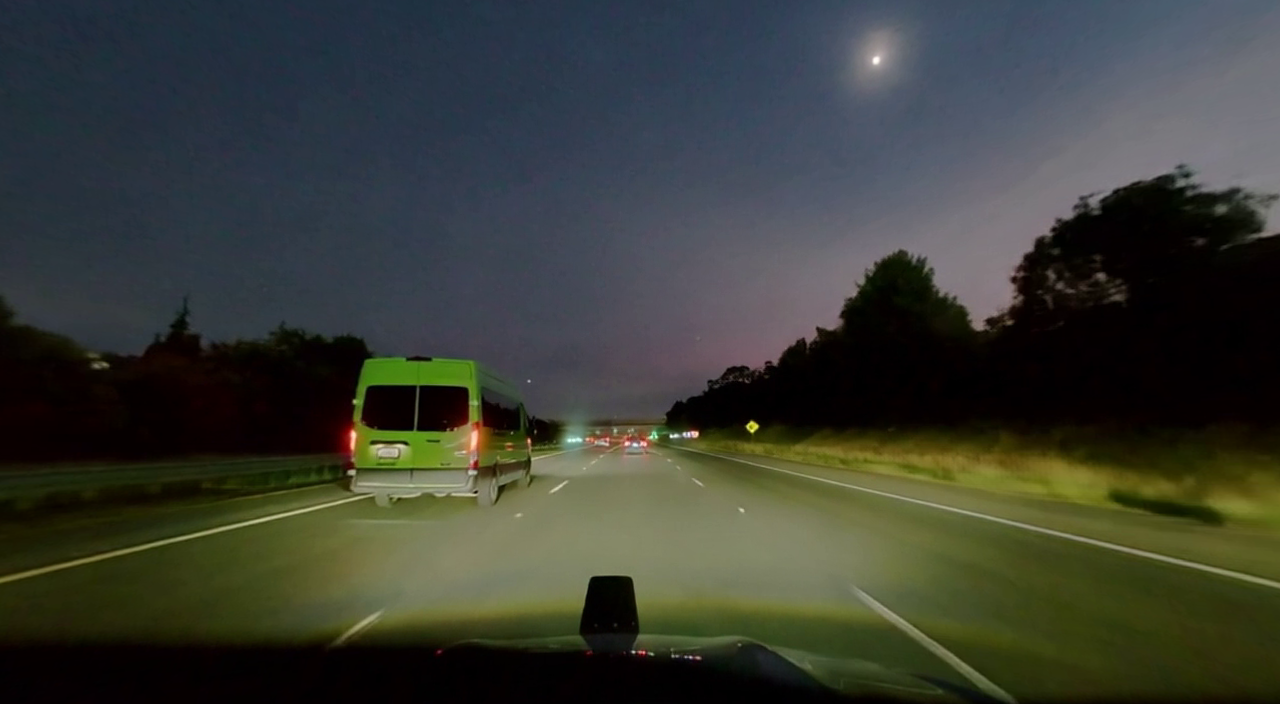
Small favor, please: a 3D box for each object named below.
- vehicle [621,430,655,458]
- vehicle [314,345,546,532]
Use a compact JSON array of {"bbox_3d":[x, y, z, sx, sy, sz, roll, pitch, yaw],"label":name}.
[{"bbox_3d":[-0.177,5.911,40.668,2.104,1.646,4.176,0,-8,-1],"label":"vehicle"},{"bbox_3d":[-3.345,1.578,11.726,2.424,2.577,5.828,0,-8,-2],"label":"vehicle"}]
